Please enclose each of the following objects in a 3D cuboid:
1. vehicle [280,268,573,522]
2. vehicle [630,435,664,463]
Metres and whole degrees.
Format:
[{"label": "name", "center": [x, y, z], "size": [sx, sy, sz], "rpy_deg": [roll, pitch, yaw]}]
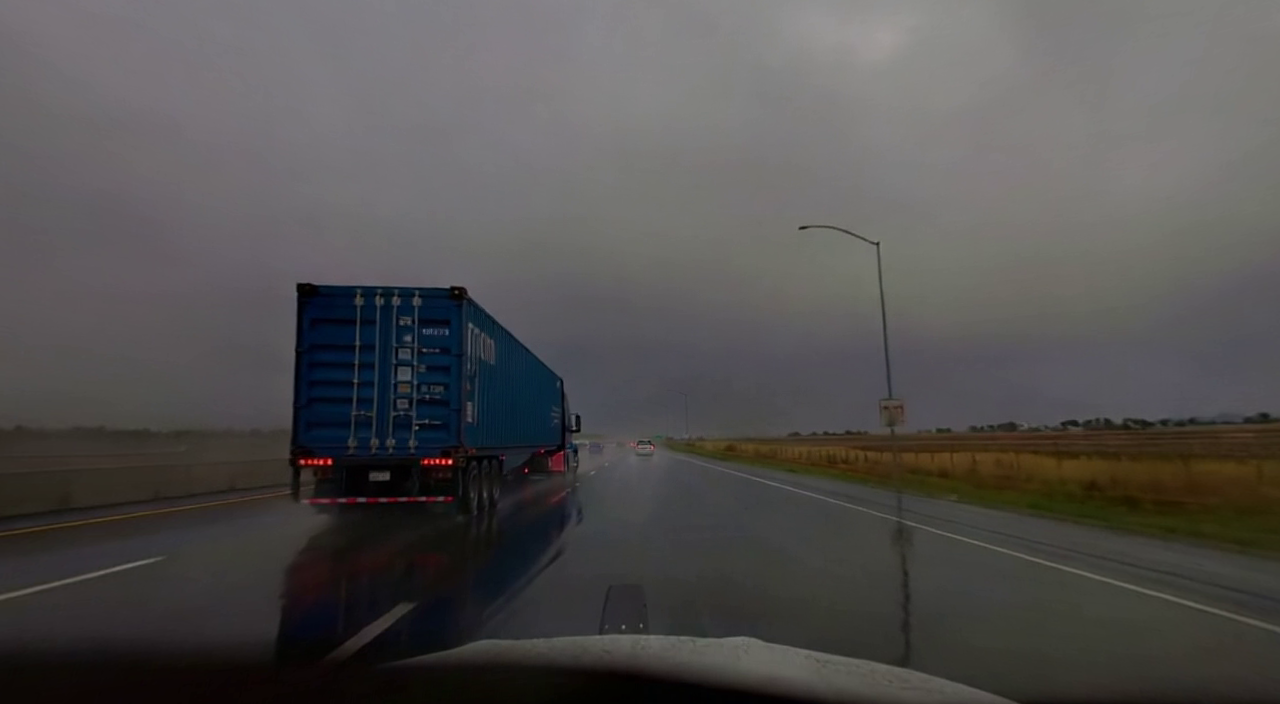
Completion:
[{"label": "vehicle", "center": [-4.052, 1.596, 16.677], "size": [2.840, 4.032, 13.388], "rpy_deg": [0, -8, 1]}, {"label": "vehicle", "center": [0.442, 6.342, 41.483], "size": [2.136, 1.718, 4.157], "rpy_deg": [0, -8, 0]}]
